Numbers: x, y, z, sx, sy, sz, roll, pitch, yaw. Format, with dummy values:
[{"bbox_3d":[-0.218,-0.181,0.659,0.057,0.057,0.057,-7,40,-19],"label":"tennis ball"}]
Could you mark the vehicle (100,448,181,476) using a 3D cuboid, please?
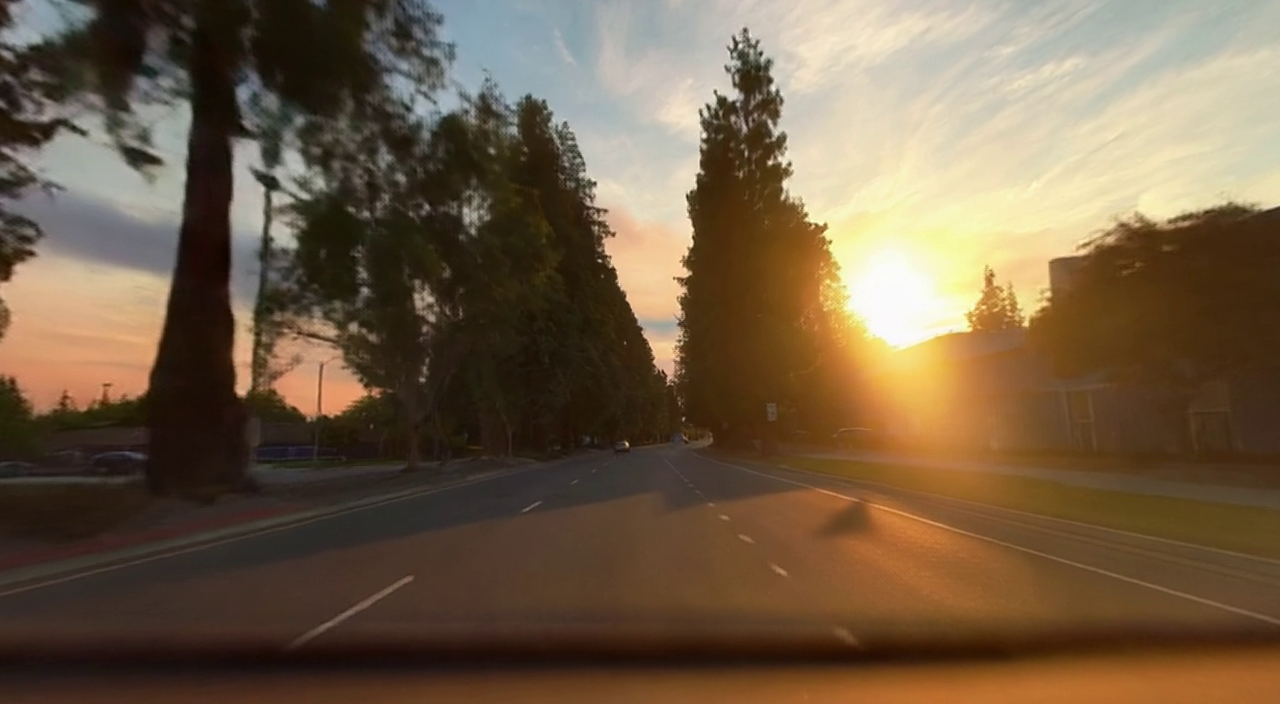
[{"bbox_3d":[-34.256,7.509,43.336,2.036,1.754,4.177,0,-8,1],"label":"vehicle"}]
